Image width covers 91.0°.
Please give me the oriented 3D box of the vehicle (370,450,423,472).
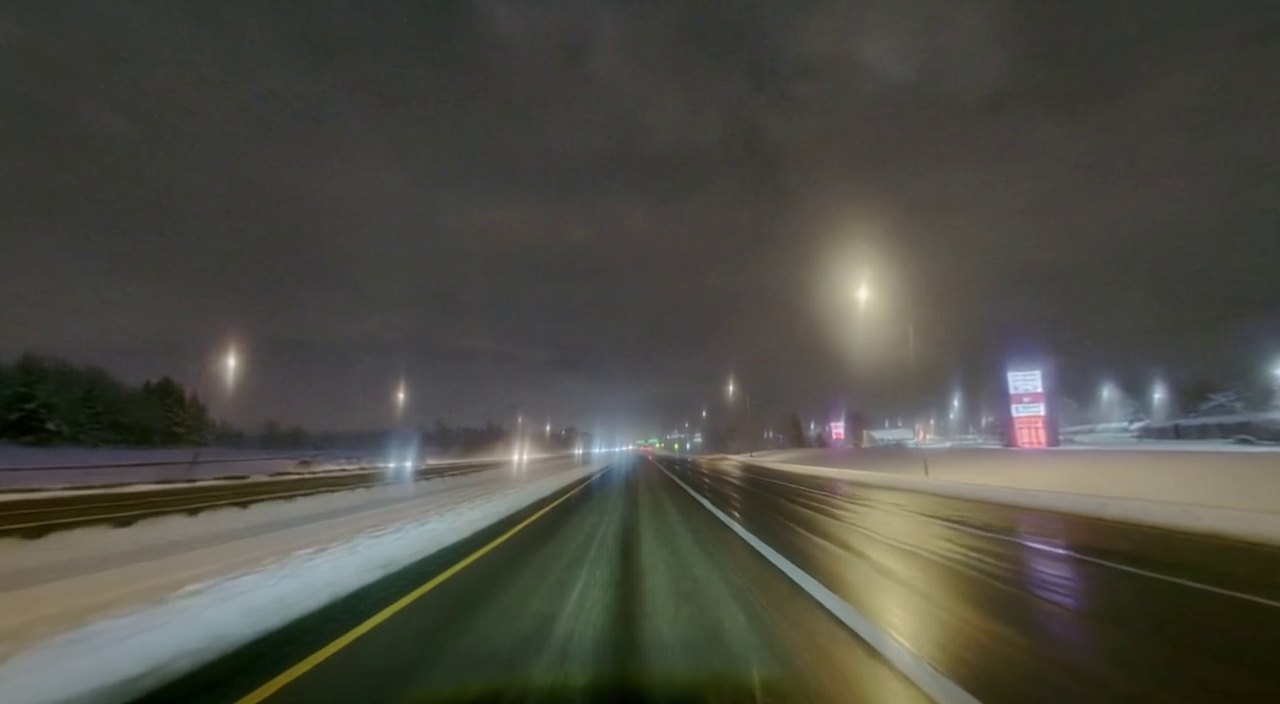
[{"bbox_3d":[-17.909,8.025,46.518,1.986,1.496,4.738,0,-9,0],"label":"vehicle"}]
